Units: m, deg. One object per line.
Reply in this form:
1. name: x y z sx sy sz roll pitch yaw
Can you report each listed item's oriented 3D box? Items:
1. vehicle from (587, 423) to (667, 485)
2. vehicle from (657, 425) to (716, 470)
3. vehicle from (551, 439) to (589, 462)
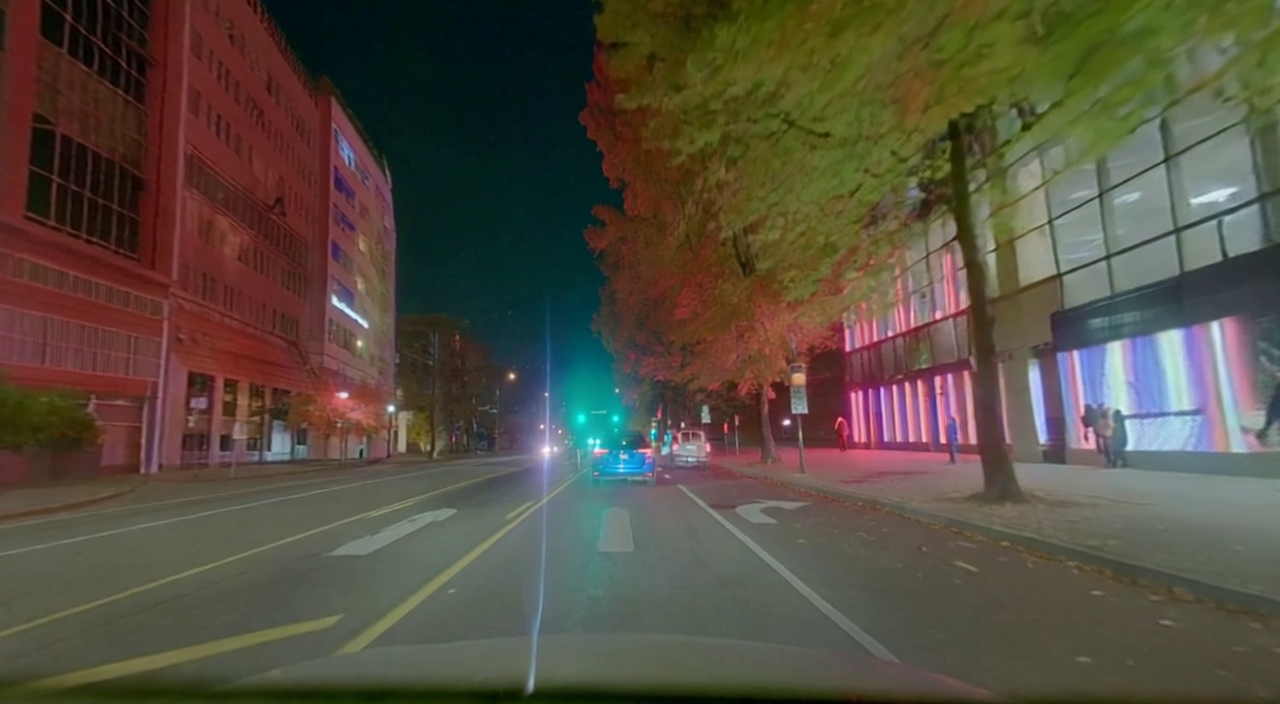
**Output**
1. vehicle: -0.427 3.170 19.871 2.274 1.736 4.083 0 -8 -2
2. vehicle: 2.137 4.549 30.239 2.147 1.968 4.478 1 -8 -5
3. vehicle: -4.590 6.533 41.922 2.096 1.415 4.515 0 -8 -1
